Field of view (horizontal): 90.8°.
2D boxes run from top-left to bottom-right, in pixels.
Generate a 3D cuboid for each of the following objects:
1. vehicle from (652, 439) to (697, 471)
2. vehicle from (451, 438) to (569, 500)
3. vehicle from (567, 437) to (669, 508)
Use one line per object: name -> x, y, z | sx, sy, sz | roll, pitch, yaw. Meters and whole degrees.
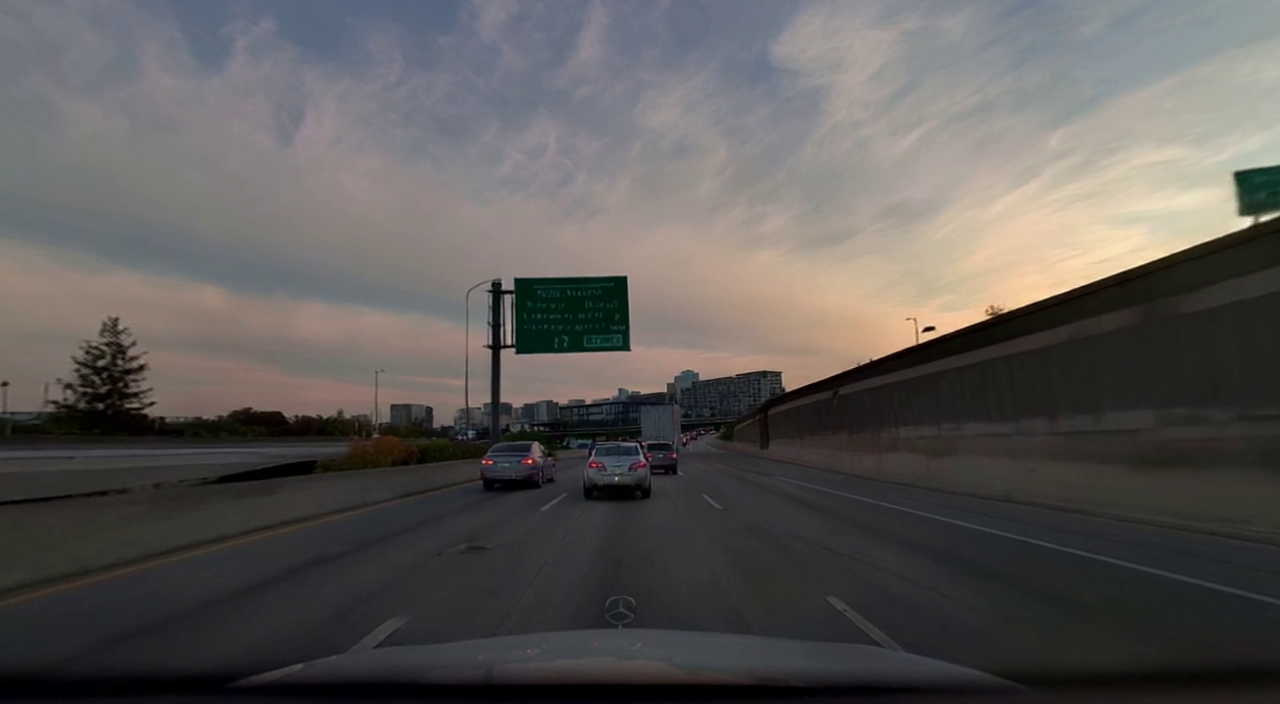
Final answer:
vehicle -> 1.883, 5.833, 36.024 | 2.166, 1.666, 4.618 | 0, -9, -2
vehicle -> -3.465, 3.254, 17.997 | 2.130, 1.474, 5.027 | -1, -9, 2
vehicle -> -0.408, 2.842, 15.350 | 2.136, 1.470, 3.971 | -1, -9, 2
